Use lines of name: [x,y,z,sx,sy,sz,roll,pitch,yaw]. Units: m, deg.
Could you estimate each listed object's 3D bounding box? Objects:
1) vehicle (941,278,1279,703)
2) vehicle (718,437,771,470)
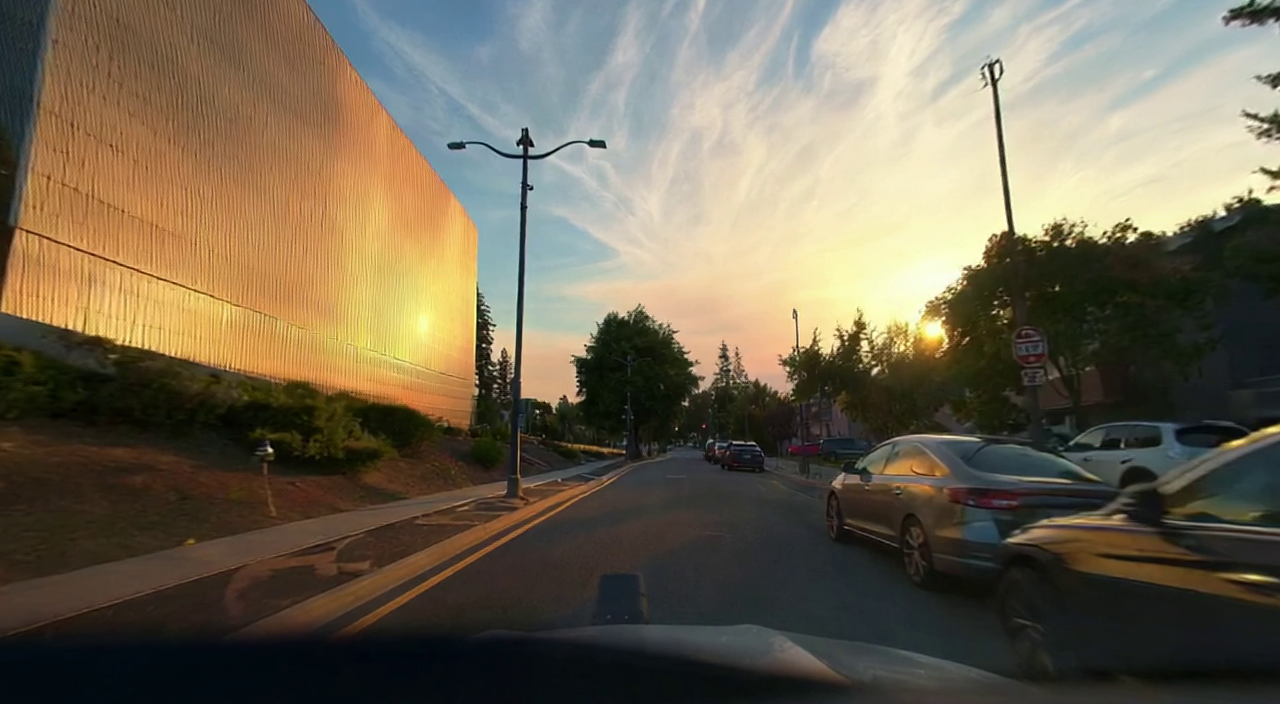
vehicle: [2.980,0.624,1.541,2.200,1.766,4.868,-1,-9,2]
vehicle: [5.047,4.995,31.137,2.024,1.475,4.565,-1,-9,2]
